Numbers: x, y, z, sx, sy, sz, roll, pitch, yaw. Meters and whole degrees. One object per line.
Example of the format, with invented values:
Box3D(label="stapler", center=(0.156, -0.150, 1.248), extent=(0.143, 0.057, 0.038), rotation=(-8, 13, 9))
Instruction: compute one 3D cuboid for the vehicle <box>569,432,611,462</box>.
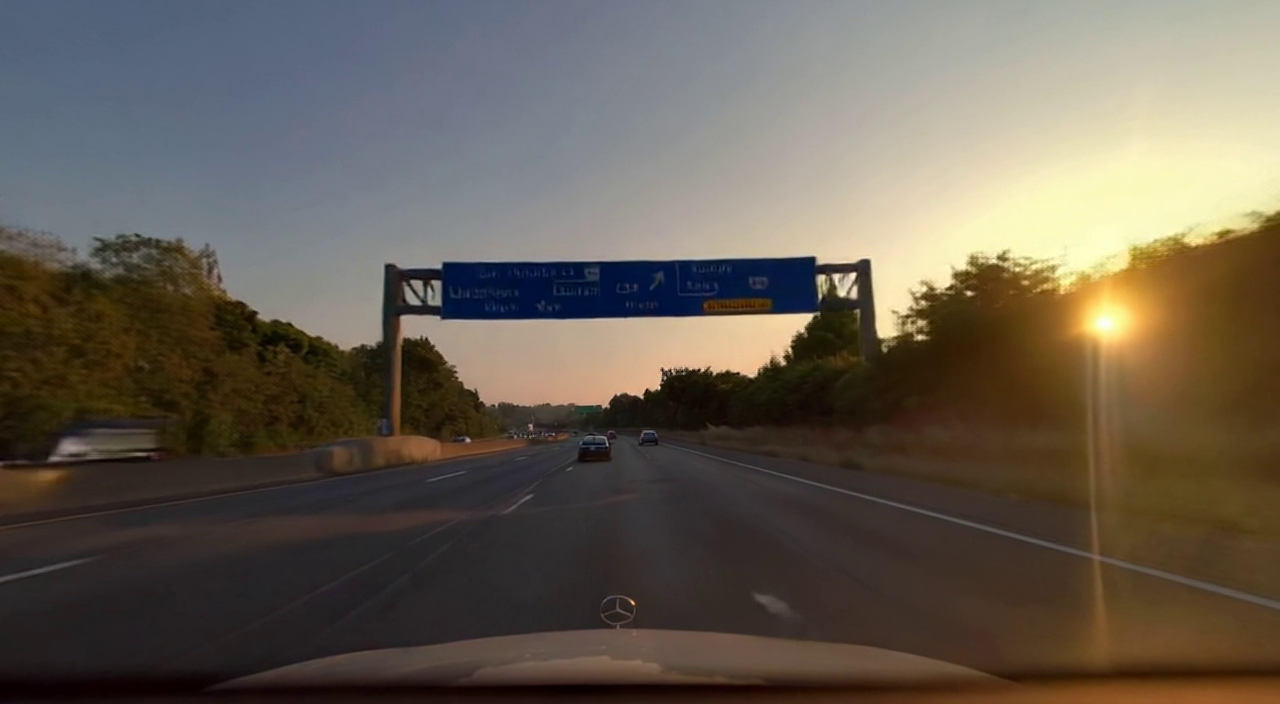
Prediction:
Box3D(label="vehicle", center=(-2.550, 4.982, 33.205), extent=(2.000, 1.491, 3.913), rotation=(0, -8, -1))

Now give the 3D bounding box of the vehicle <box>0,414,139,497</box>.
Box3D(label="vehicle", center=(-24.290, 4.058, 25.207), extent=(2.494, 2.936, 7.295), rotation=(0, -8, -1))

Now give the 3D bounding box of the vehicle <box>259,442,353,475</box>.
Box3D(label="vehicle", center=(-16.970, 5.427, 32.402), extent=(2.226, 1.464, 5.149), rotation=(0, -7, -3))
